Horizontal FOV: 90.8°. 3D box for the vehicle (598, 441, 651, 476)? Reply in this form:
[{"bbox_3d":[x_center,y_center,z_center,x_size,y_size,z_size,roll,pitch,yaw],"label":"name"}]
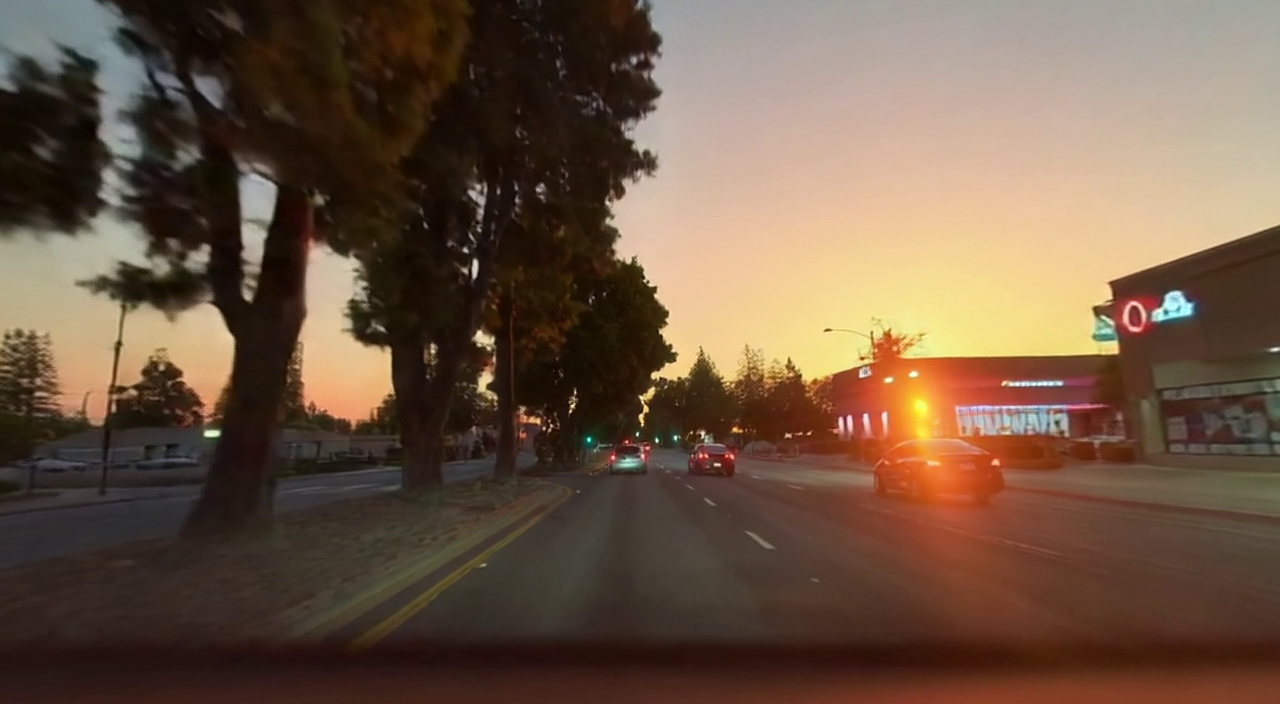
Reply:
[{"bbox_3d":[-0.680,4.851,28.981,2.242,1.474,4.127,0,-8,-1],"label":"vehicle"}]

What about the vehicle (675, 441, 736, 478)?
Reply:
[{"bbox_3d":[2.810,4.746,28.206,2.057,1.491,4.675,0,-8,-2],"label":"vehicle"}]

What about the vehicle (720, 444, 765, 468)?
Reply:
[{"bbox_3d":[6.505,6.663,40.654,2.068,1.393,3.874,0,-8,-3],"label":"vehicle"}]
